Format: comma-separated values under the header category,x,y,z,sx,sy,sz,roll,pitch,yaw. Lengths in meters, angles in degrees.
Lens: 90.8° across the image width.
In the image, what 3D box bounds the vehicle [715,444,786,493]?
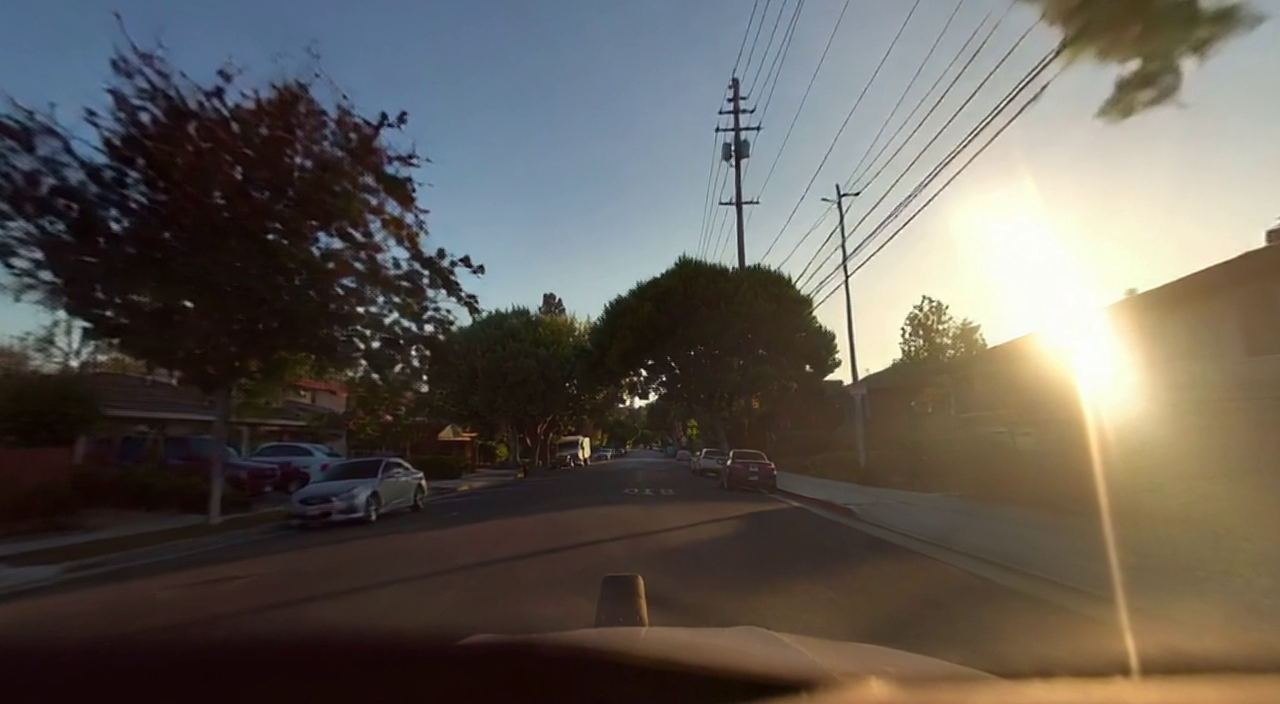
category,x,y,z,sx,sy,sz,roll,pitch,yaw
vehicle,3.641,3.898,21.534,1.903,1.500,4.057,0,-9,3

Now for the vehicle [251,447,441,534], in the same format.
category,x,y,z,sx,sy,sz,roll,pitch,yaw
vehicle,-6.508,3.066,14.730,2.062,1.500,4.629,-3,-8,3

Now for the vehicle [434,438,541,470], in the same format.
category,x,y,z,sx,sy,sz,roll,pitch,yaw
vehicle,-10.165,6.834,42.565,6.540,2.079,2.565,0,-9,1

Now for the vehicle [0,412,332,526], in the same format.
category,x,y,z,sx,sy,sz,roll,pitch,yaw
vehicle,-11.125,2.798,15.820,2.416,2.211,6.384,-2,-9,15

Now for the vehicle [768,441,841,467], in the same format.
category,x,y,z,sx,sy,sz,roll,pitch,yaw
vehicle,11.542,7.175,44.600,4.530,1.736,2.144,0,-9,3
